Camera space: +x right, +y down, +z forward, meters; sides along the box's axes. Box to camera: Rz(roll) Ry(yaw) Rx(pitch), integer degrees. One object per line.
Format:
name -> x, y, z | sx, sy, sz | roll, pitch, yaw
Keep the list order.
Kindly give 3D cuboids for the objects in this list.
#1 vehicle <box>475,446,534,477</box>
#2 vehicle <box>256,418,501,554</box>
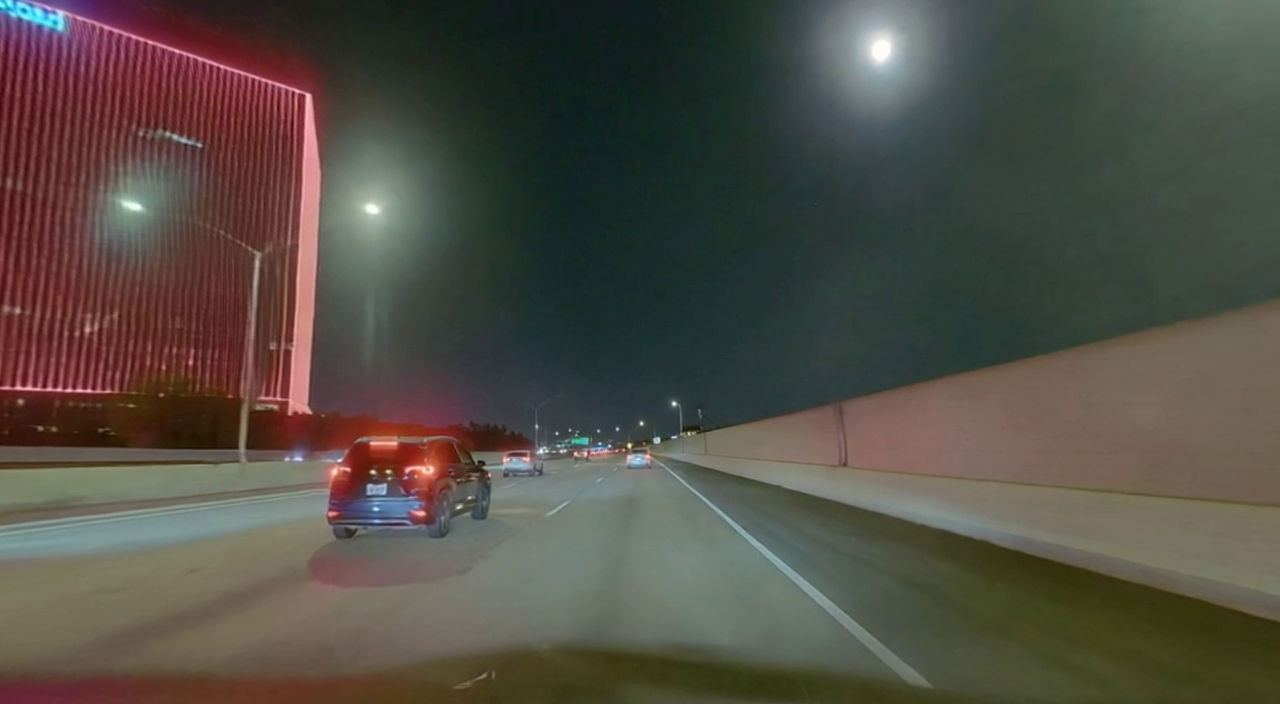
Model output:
vehicle -> -7.230, 5.871, 34.164 | 1.998, 1.542, 4.953 | 0, -9, 1
vehicle -> -3.868, 2.072, 10.421 | 2.059, 1.725, 4.521 | 0, -9, 1
